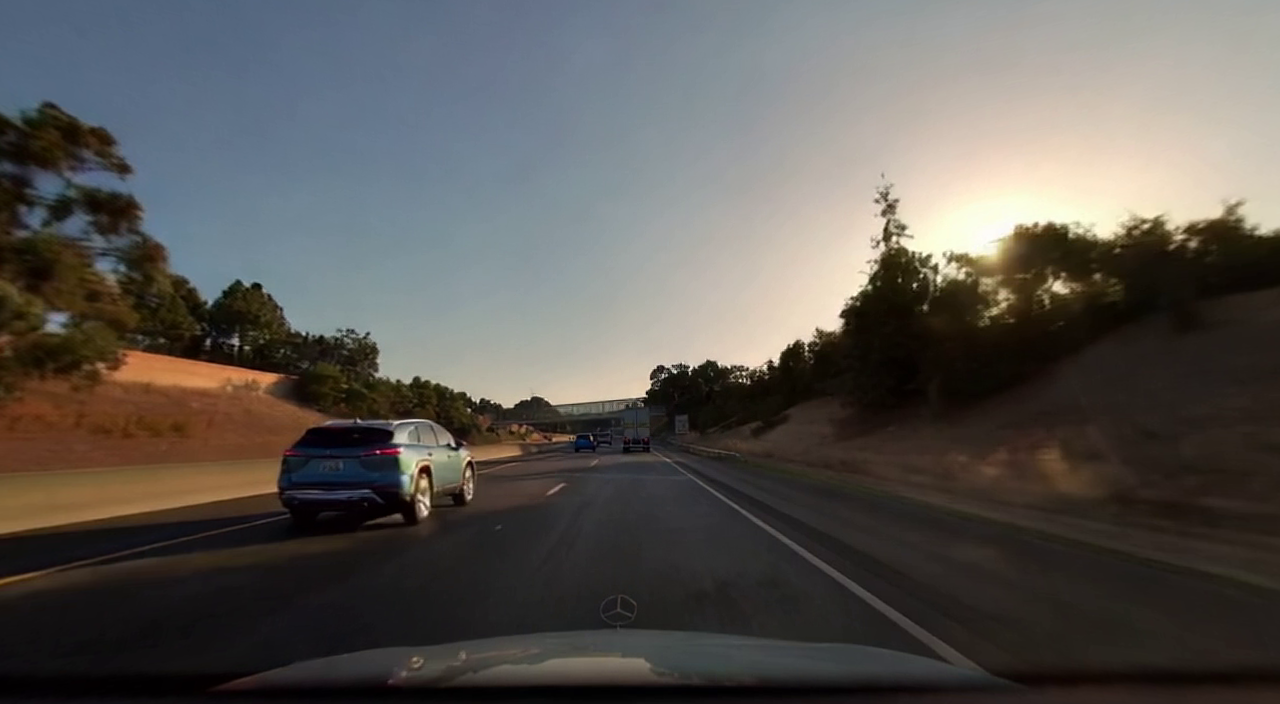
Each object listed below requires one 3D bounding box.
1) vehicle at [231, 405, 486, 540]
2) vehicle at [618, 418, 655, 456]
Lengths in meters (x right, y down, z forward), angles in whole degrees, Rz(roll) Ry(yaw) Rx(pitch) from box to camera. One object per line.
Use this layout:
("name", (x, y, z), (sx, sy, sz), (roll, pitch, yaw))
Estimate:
("vehicle", (-4.006, 1.780, 9.980), (2.045, 1.655, 4.301), (0, -8, 0))
("vehicle", (-0.278, 6.112, 45.190), (2.526, 2.531, 5.026), (0, -8, -1))
